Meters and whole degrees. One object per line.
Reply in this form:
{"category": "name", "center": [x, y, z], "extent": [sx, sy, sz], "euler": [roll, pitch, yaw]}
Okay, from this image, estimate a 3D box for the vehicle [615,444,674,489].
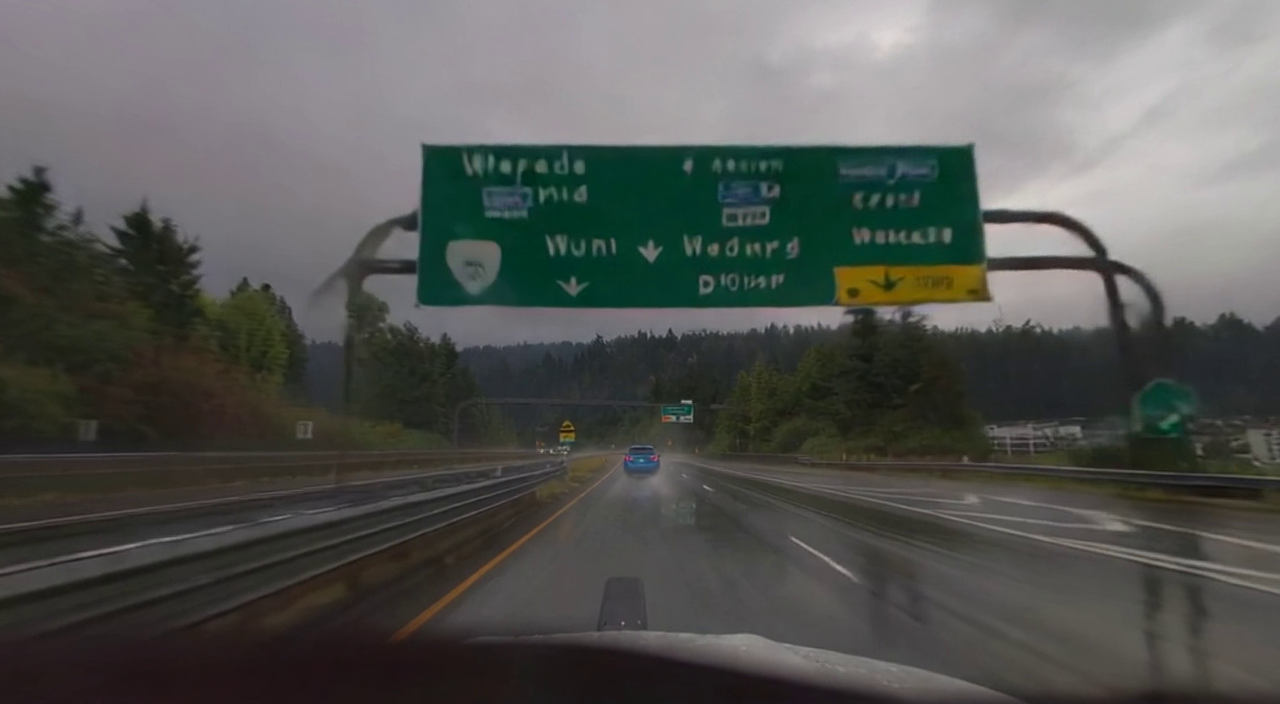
{"category": "vehicle", "center": [0.136, 4.323, 24.122], "extent": [2.069, 1.523, 4.012], "euler": [0, -9, -1]}
